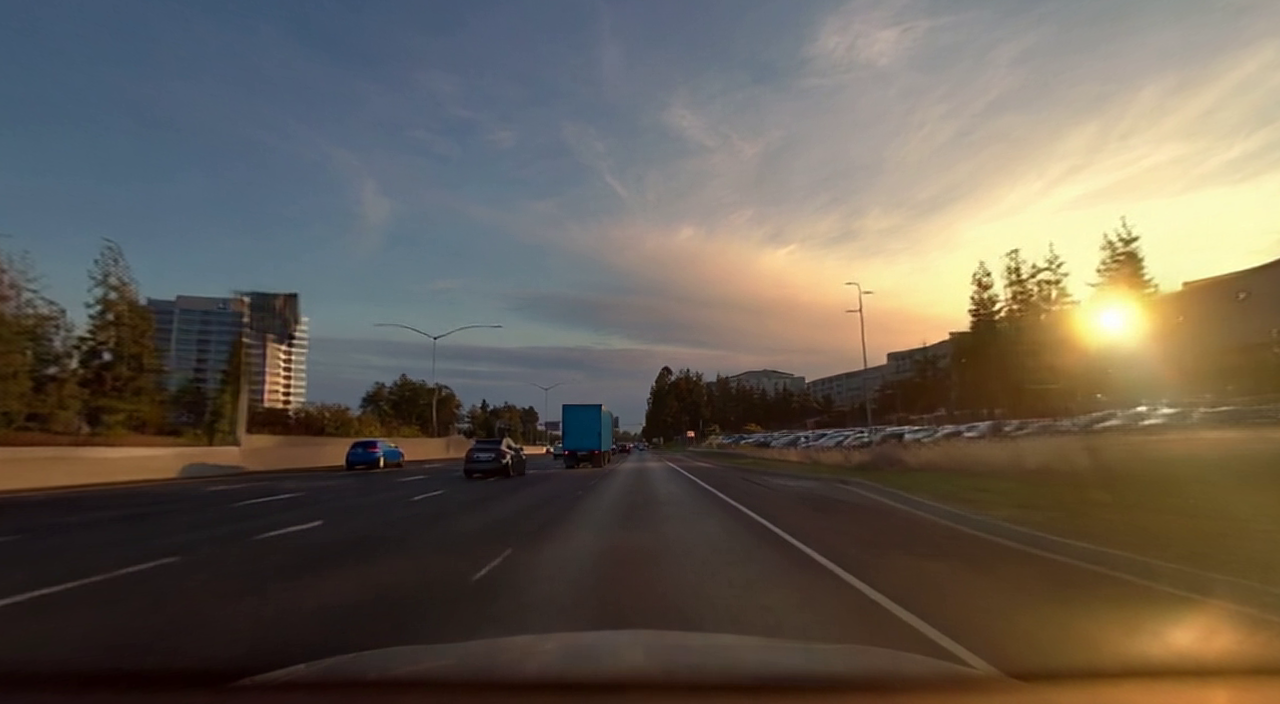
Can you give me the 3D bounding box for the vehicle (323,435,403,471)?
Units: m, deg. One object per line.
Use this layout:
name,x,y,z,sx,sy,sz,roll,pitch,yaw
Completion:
vehicle,-14.134,5.145,32.453,1.997,1.695,4.492,0,-8,1

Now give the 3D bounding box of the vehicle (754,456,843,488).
vehicle,5.526,4.237,22.462,2.295,0.969,3.132,0,-8,-1

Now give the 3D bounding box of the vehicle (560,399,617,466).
vehicle,-3.332,5.820,44.689,2.905,4.037,12.921,0,-8,0

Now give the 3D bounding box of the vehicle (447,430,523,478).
vehicle,-6.337,4.232,26.408,2.058,1.840,4.443,0,-8,0
